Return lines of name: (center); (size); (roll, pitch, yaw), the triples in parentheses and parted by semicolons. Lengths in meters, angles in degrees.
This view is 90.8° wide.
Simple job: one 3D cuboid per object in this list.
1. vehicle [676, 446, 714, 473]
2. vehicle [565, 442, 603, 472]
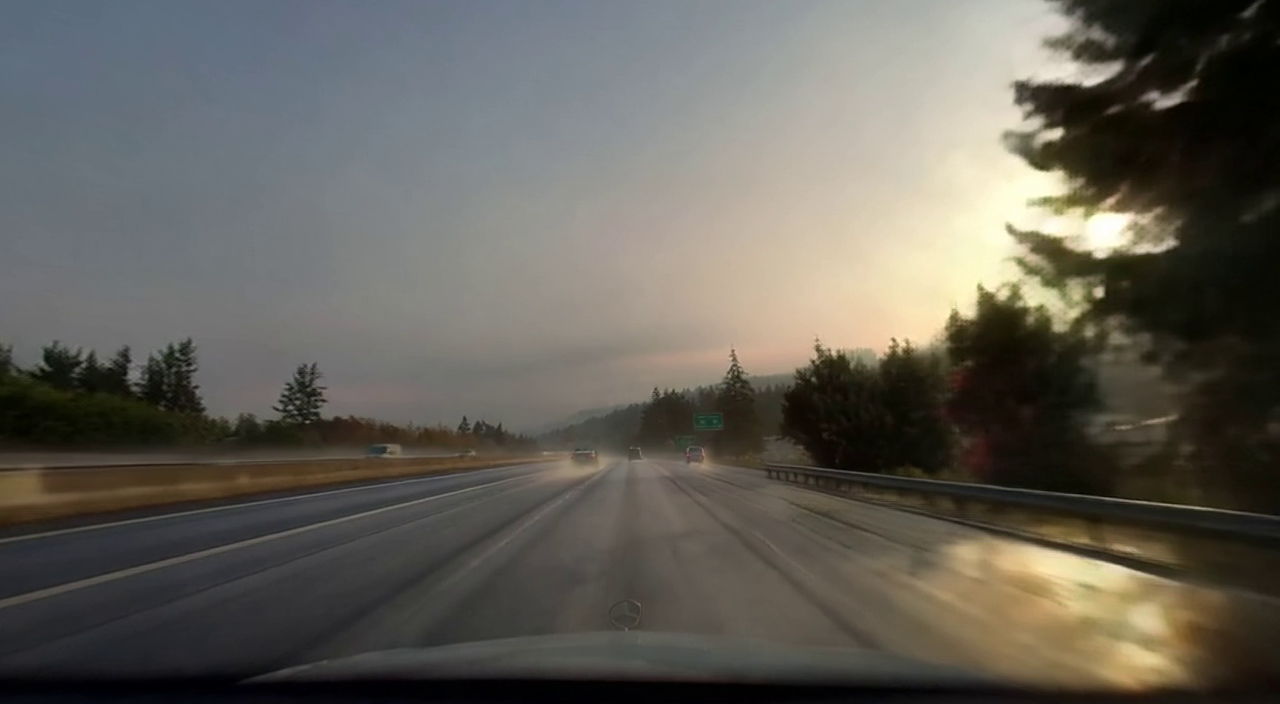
vehicle: (3.742, 7.421, 43.654); (2.133, 1.746, 4.511); (0, -9, -1)
vehicle: (-4.012, 7.671, 46.166); (2.278, 2.054, 4.498); (0, -9, 1)
